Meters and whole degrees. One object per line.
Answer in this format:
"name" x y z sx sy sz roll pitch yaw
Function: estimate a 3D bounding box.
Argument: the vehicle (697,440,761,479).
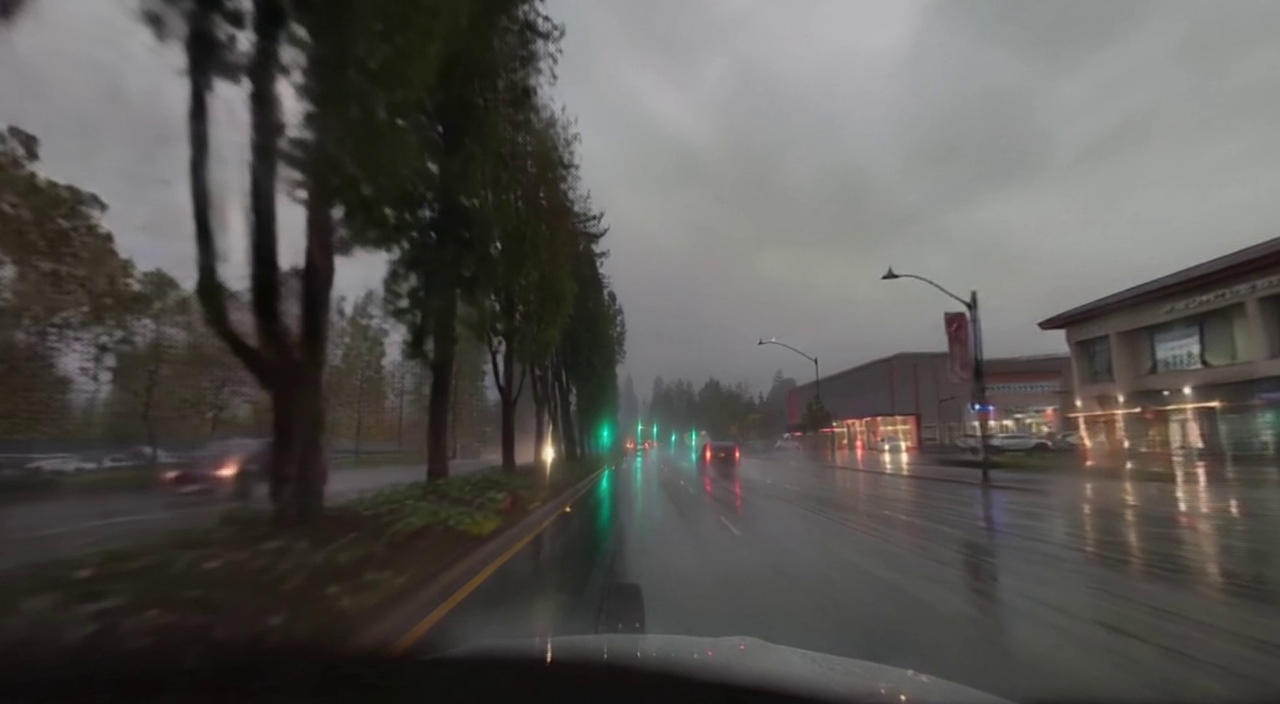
"vehicle" 3.639 4.486 26.613 1.983 1.482 4.463 0 -9 -1

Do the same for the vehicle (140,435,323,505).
"vehicle" -11.784 3.416 18.783 2.116 1.789 4.889 0 -9 0
